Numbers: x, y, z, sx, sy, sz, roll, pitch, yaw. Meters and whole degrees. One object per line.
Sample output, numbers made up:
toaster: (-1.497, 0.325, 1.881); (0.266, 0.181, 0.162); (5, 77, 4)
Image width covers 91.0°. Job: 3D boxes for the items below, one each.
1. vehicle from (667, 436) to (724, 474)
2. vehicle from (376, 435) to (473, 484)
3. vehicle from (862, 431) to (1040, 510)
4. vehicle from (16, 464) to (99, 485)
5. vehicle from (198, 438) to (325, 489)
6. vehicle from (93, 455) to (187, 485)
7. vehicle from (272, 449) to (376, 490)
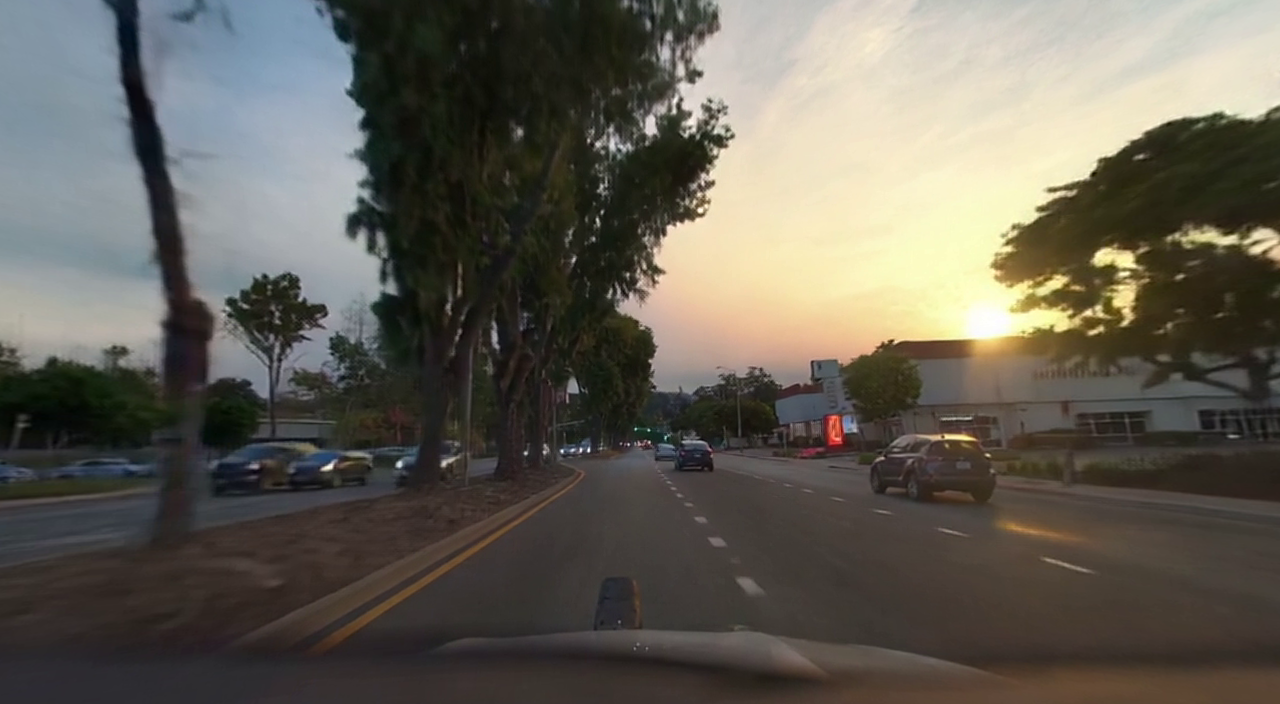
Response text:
vehicle: (2.525, 4.832, 29.720); (2.161, 1.676, 4.151); (0, -9, -2)
vehicle: (-9.187, 4.635, 27.491); (2.234, 1.922, 5.699); (0, -9, 0)
vehicle: (6.836, 2.643, 14.449); (1.886, 1.528, 4.169); (0, -9, -1)
vehicle: (-43.802, 9.216, 47.367); (4.341, 1.477, 1.822); (0, -9, 0)
vehicle: (-17.056, 5.046, 28.853); (2.312, 2.062, 5.741); (0, -9, -1)
vehicle: (-34.729, 8.200, 43.816); (4.738, 1.700, 1.806); (-2, -8, -10)
vehicle: (-12.676, 4.699, 25.626); (1.951, 1.475, 4.480); (0, -9, -1)
